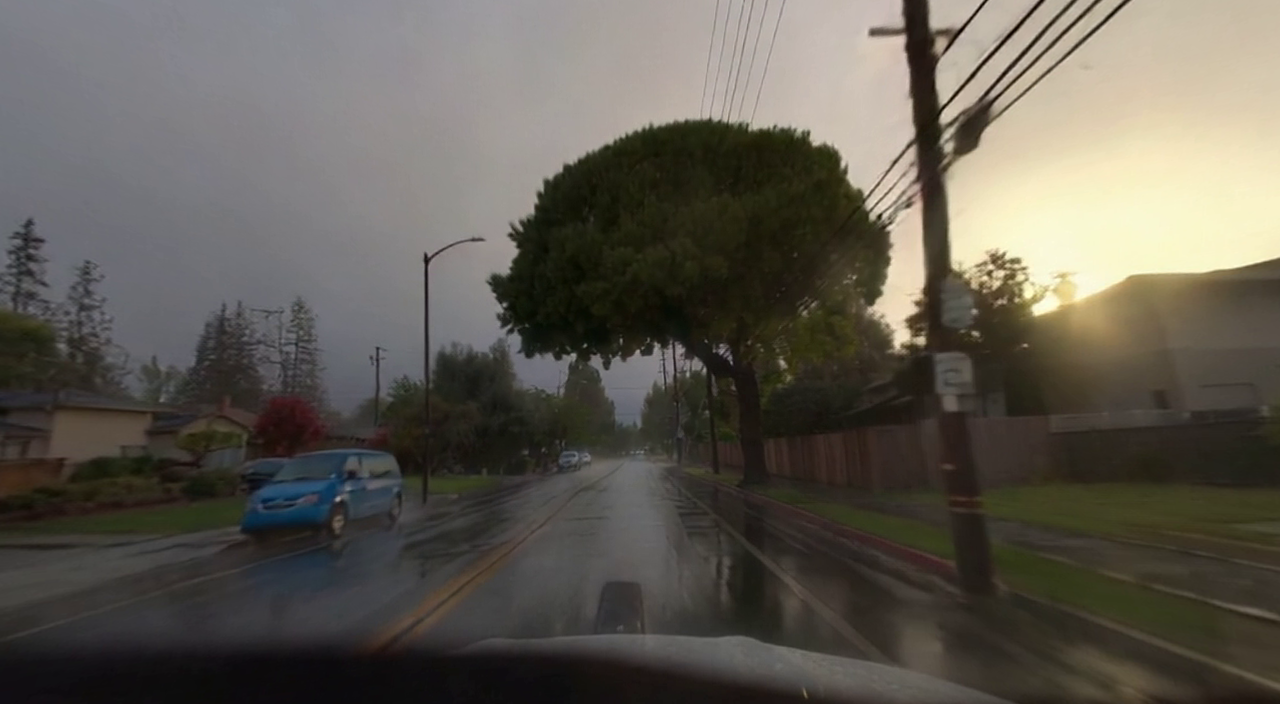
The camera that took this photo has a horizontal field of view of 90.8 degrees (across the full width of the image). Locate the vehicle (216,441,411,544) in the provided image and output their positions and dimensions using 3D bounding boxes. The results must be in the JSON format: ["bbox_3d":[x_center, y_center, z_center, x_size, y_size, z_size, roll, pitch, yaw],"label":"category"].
[{"bbox_3d":[-6.694,2.922,13.649,1.923,1.687,4.511,-4,-10,-1],"label":"vehicle"}]
